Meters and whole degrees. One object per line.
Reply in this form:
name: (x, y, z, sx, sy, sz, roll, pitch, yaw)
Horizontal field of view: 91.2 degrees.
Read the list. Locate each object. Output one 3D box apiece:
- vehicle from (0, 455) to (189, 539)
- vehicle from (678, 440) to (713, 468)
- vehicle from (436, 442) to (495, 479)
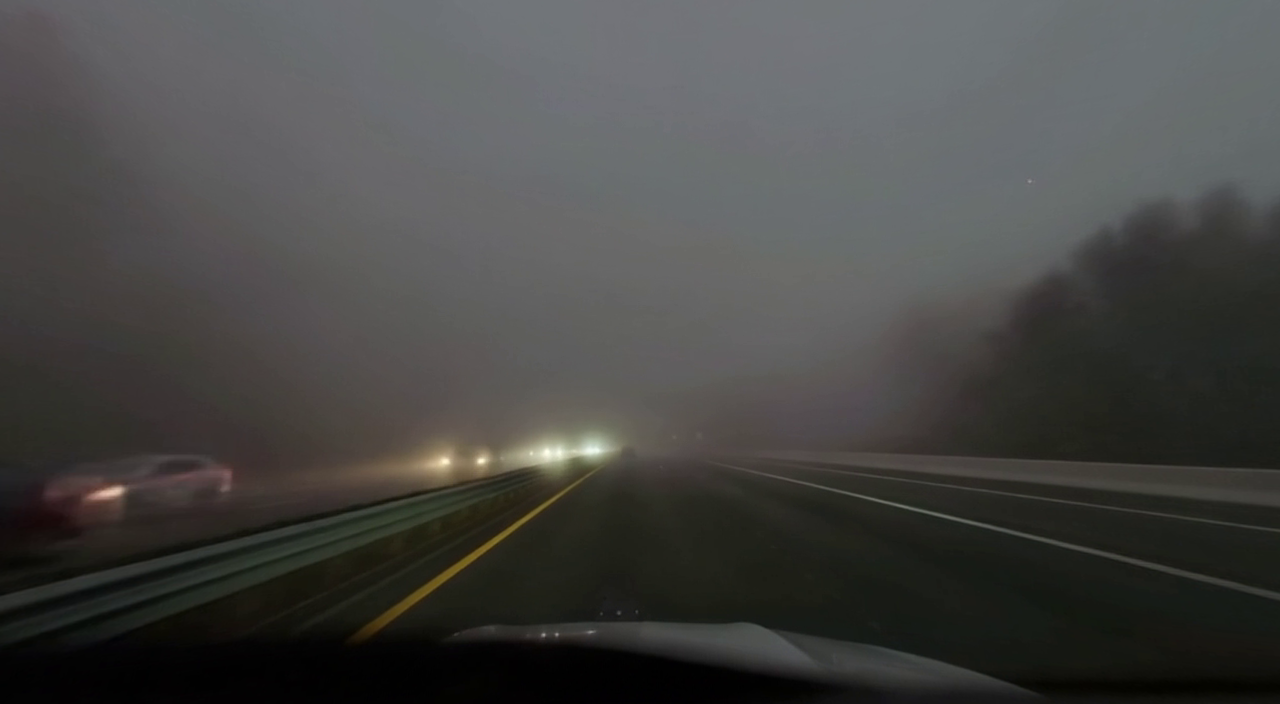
vehicle: (-12.921, 3.210, 14.504, 1.920, 1.572, 4.264, 0, -9, -3)
vehicle: (3.356, 6.194, 38.253, 1.972, 1.614, 4.025, -1, -9, 5)
vehicle: (-8.852, 5.531, 32.171, 2.032, 1.690, 4.489, 0, -9, -5)
